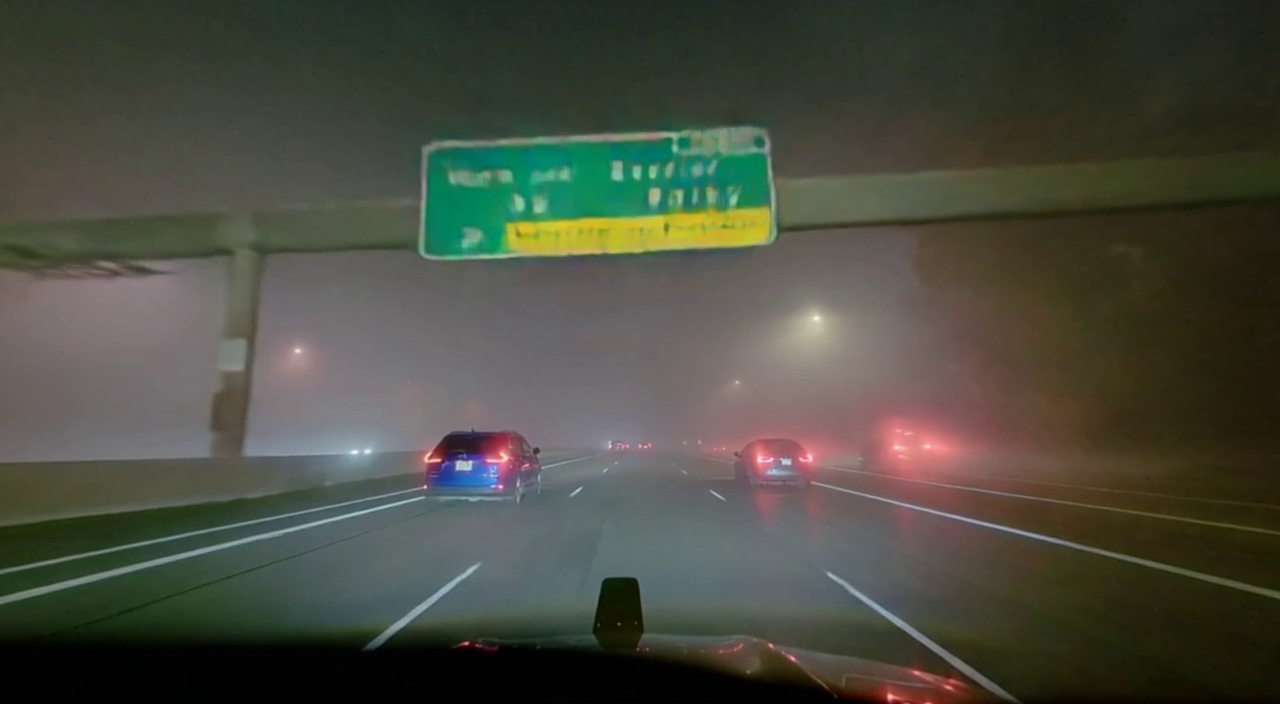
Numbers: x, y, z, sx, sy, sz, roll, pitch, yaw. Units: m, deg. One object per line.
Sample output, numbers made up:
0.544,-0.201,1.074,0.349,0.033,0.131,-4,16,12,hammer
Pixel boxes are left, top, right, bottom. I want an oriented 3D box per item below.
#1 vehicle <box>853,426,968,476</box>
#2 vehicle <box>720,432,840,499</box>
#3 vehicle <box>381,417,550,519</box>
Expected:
11.185,4.163,26.707,2.223,1.865,5.704,0,-8,-1,vehicle
3.622,3.051,17.397,2.107,1.550,4.949,0,-8,-1,vehicle
-3.339,2.335,13.209,2.193,1.746,4.512,0,-8,0,vehicle
